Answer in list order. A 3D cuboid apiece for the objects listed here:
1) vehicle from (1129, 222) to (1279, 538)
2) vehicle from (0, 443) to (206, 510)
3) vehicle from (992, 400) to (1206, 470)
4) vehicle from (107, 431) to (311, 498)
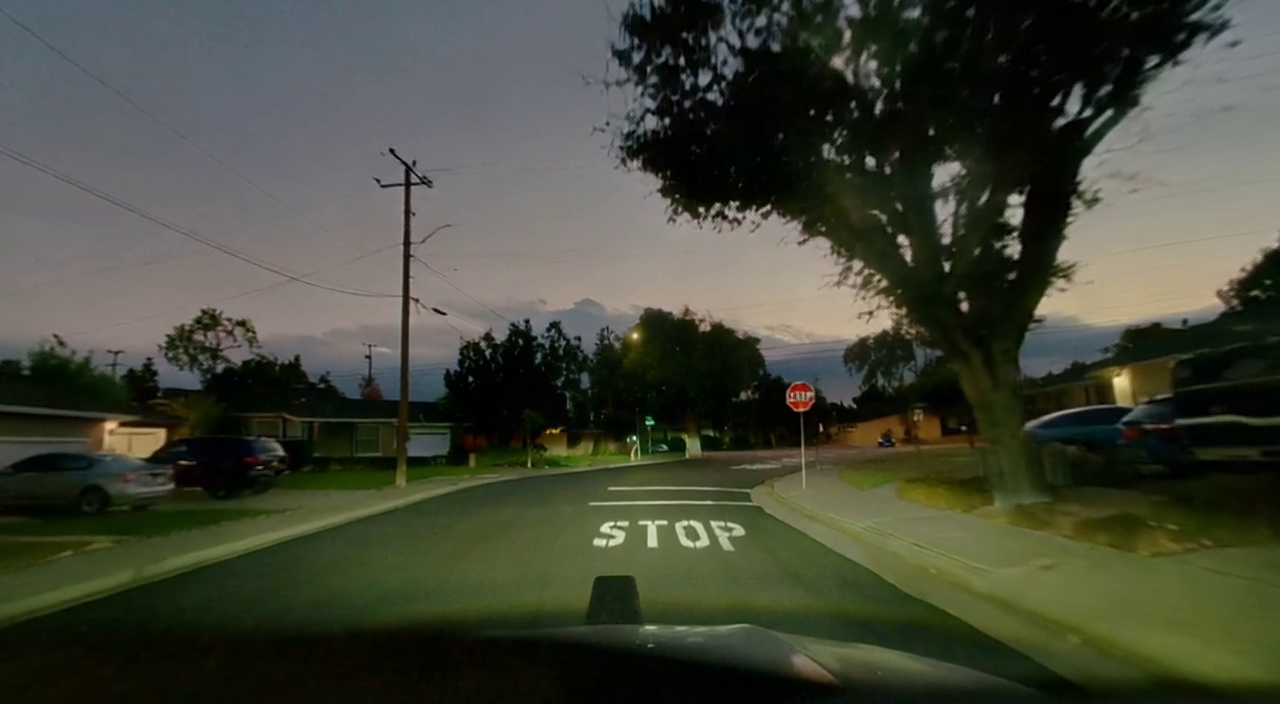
[{"bbox_3d":[10.770,0.316,6.359,8.828,3.111,3.352,0,-7,0],"label":"vehicle"},{"bbox_3d":[-13.371,2.995,15.448,4.103,1.498,1.909,0,-8,2],"label":"vehicle"},{"bbox_3d":[12.312,2.291,17.285,4.180,1.759,1.940,-2,-8,11],"label":"vehicle"},{"bbox_3d":[-12.548,3.278,18.664,4.484,1.852,2.009,0,-8,-1],"label":"vehicle"}]
